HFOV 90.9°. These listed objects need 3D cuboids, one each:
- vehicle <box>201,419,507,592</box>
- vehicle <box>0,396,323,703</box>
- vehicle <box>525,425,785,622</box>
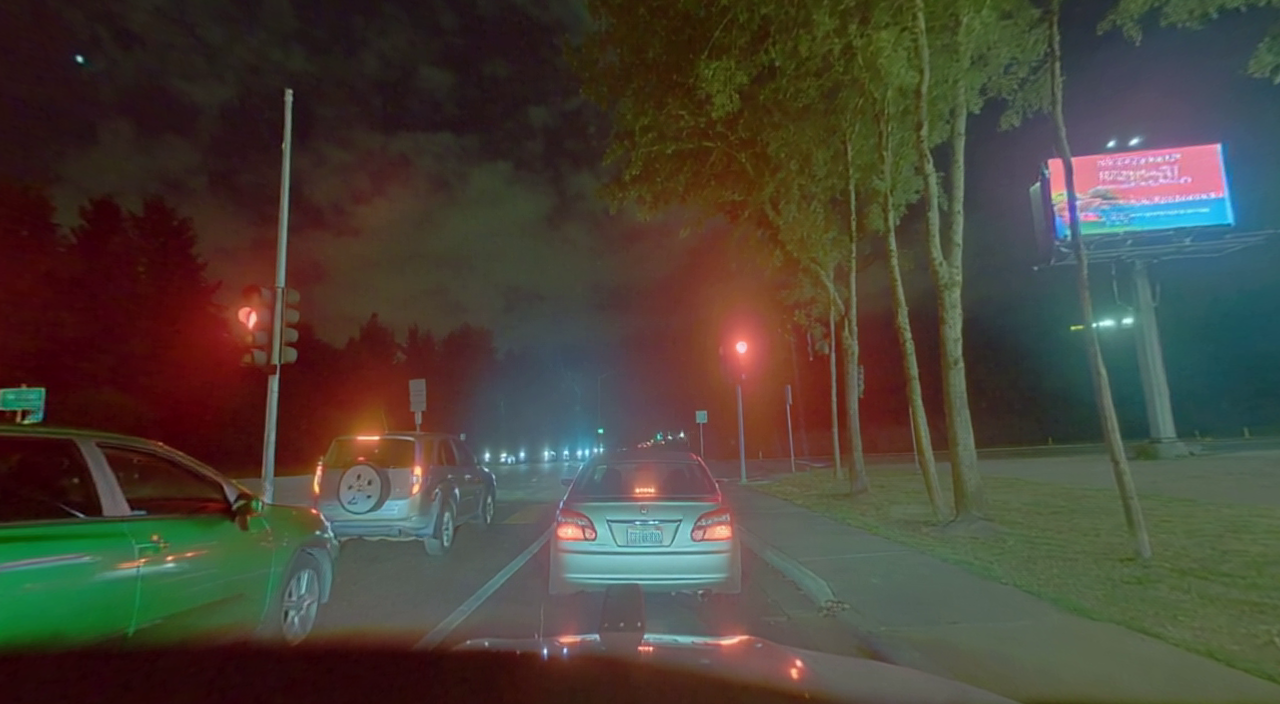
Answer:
[{"bbox_3d":[-3.171,1.786,8.130,1.950,1.628,4.082,-1,-9,1],"label":"vehicle"},{"bbox_3d":[-3.156,0.960,2.409,1.808,1.520,3.846,-1,-9,1],"label":"vehicle"},{"bbox_3d":[0.048,1.577,6.622,1.977,1.467,3.474,0,-9,-2],"label":"vehicle"}]
